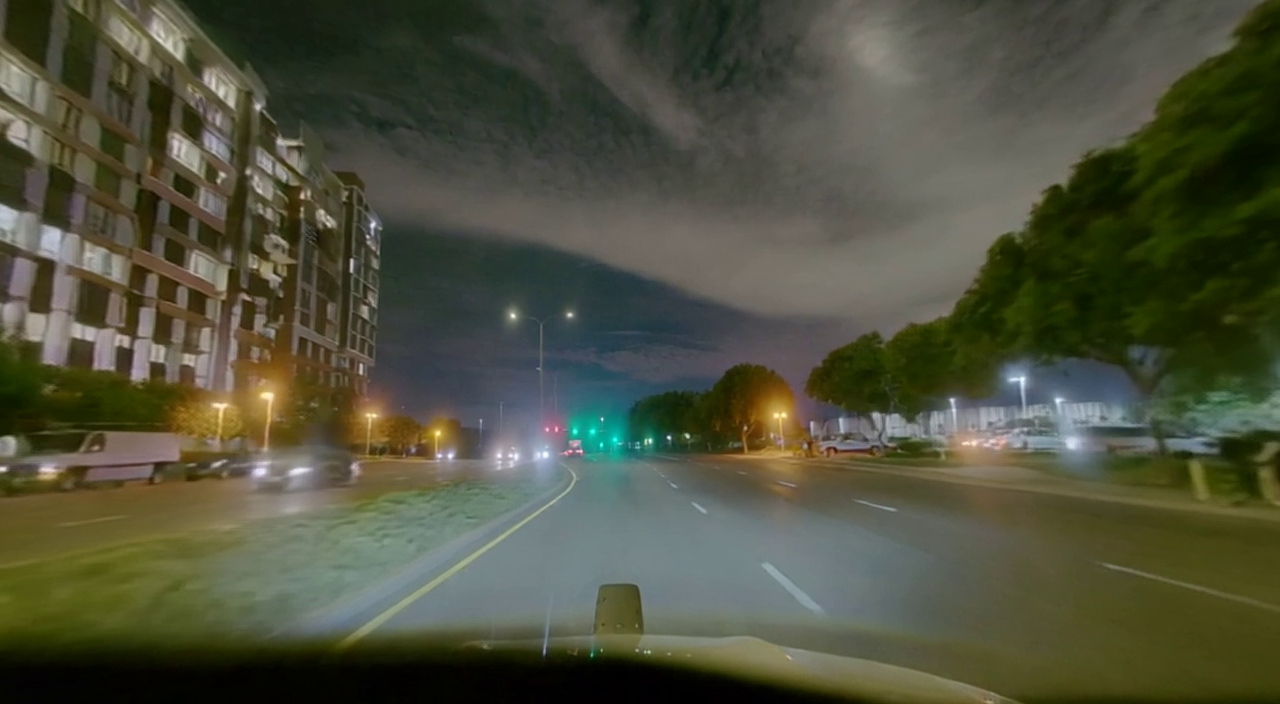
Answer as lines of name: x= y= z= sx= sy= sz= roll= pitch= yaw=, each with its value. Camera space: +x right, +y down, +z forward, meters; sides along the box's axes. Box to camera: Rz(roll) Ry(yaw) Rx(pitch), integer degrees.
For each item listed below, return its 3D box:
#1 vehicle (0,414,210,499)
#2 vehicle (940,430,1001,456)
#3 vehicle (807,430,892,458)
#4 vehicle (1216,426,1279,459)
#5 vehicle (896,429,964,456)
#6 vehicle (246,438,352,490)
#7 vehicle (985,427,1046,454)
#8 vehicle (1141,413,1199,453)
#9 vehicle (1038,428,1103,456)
vehicle: x=-20.558 y=4.062 z=24.931 sx=2.601 sy=2.866 sz=6.588 roll=0 pitch=-9 yaw=-2
vehicle: x=21.598 y=5.919 z=41.152 sx=2.218 sy=1.617 sz=4.783 roll=-8 pitch=-11 yaw=42
vehicle: x=15.716 y=6.972 z=47.737 sx=5.829 sy=1.995 sz=2.659 roll=-2 pitch=-9 yaw=14
vehicle: x=31.253 y=4.501 z=31.353 sx=4.313 sy=1.549 sz=1.851 roll=2 pitch=-9 yaw=-17
vehicle: x=21.247 y=6.648 z=46.457 sx=4.218 sy=1.780 sz=2.331 roll=-1 pitch=-10 yaw=17
vehicle: x=-13.199 y=4.331 z=24.759 sx=1.927 sy=1.828 sz=4.112 roll=0 pitch=-8 yaw=-2
vehicle: x=23.605 y=5.583 z=39.637 sx=2.219 sy=1.587 sz=5.047 roll=-8 pitch=-11 yaw=41
vehicle: x=36.624 y=5.667 z=43.594 sx=5.151 sy=2.514 sz=2.332 roll=9 pitch=-13 yaw=-43
vehicle: x=26.086 y=5.456 z=38.218 sx=4.202 sy=1.577 sz=2.080 roll=7 pitch=-11 yaw=-40
